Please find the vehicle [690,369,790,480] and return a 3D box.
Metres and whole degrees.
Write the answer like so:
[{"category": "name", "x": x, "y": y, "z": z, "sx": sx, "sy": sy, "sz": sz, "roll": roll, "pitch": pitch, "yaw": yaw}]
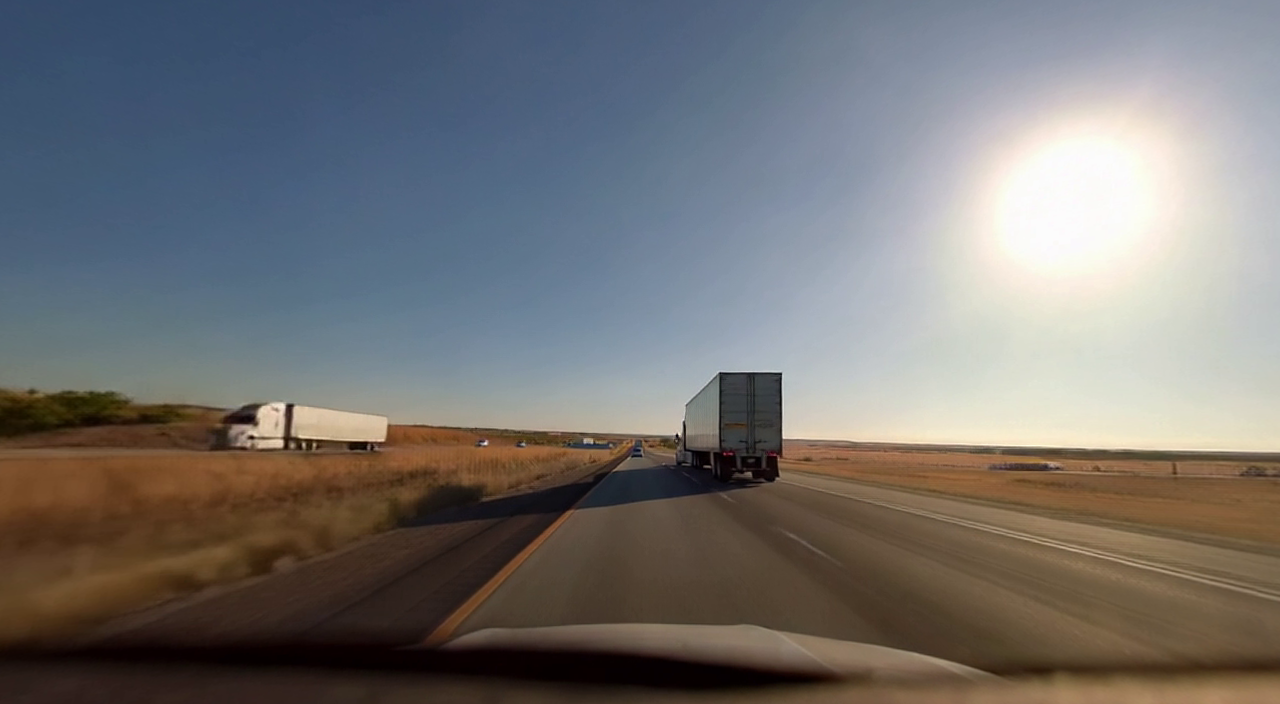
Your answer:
[{"category": "vehicle", "x": 4.293, "y": 3.713, "z": 30.434, "sx": 2.818, "sy": 4.206, "sz": 12.987, "roll": 0, "pitch": -9, "yaw": 0}]
